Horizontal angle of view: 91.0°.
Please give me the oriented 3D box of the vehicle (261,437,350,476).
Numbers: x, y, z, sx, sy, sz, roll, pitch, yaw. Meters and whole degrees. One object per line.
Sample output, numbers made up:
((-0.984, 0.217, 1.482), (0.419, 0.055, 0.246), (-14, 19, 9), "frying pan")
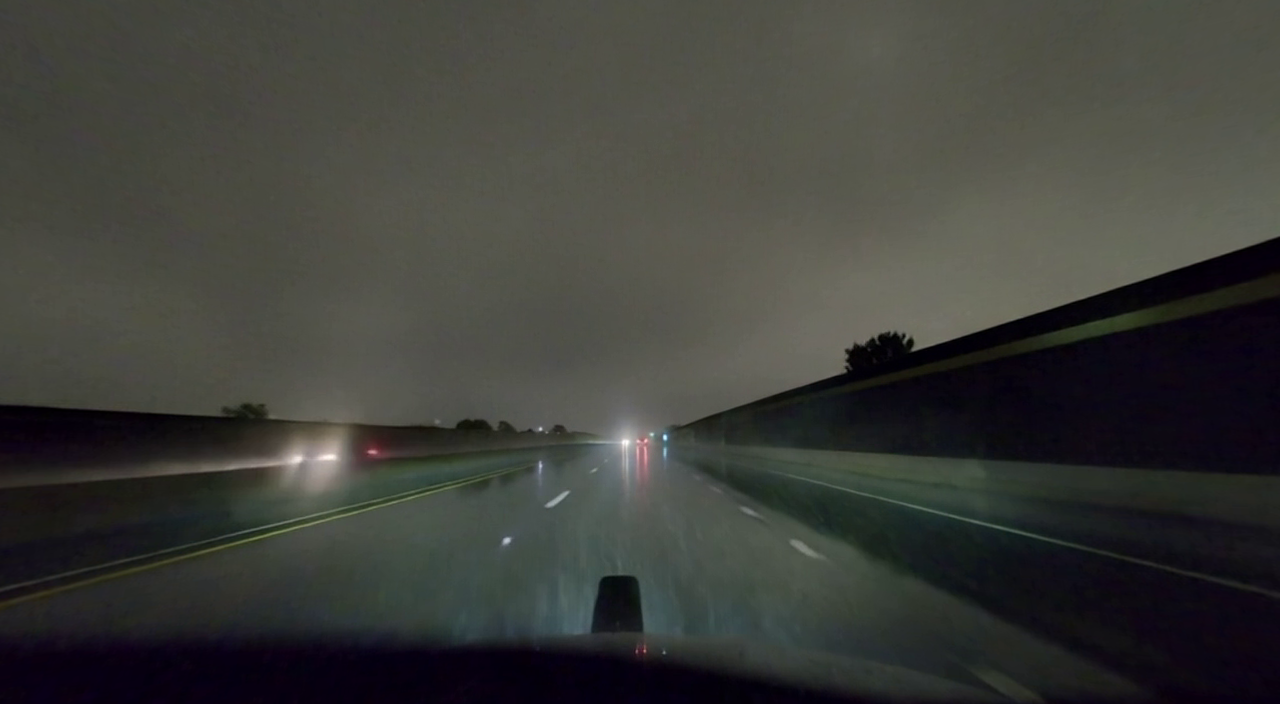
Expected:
((-16.261, 5.064, 30.904), (1.933, 1.764, 4.400), (0, -8, -1), "vehicle")
